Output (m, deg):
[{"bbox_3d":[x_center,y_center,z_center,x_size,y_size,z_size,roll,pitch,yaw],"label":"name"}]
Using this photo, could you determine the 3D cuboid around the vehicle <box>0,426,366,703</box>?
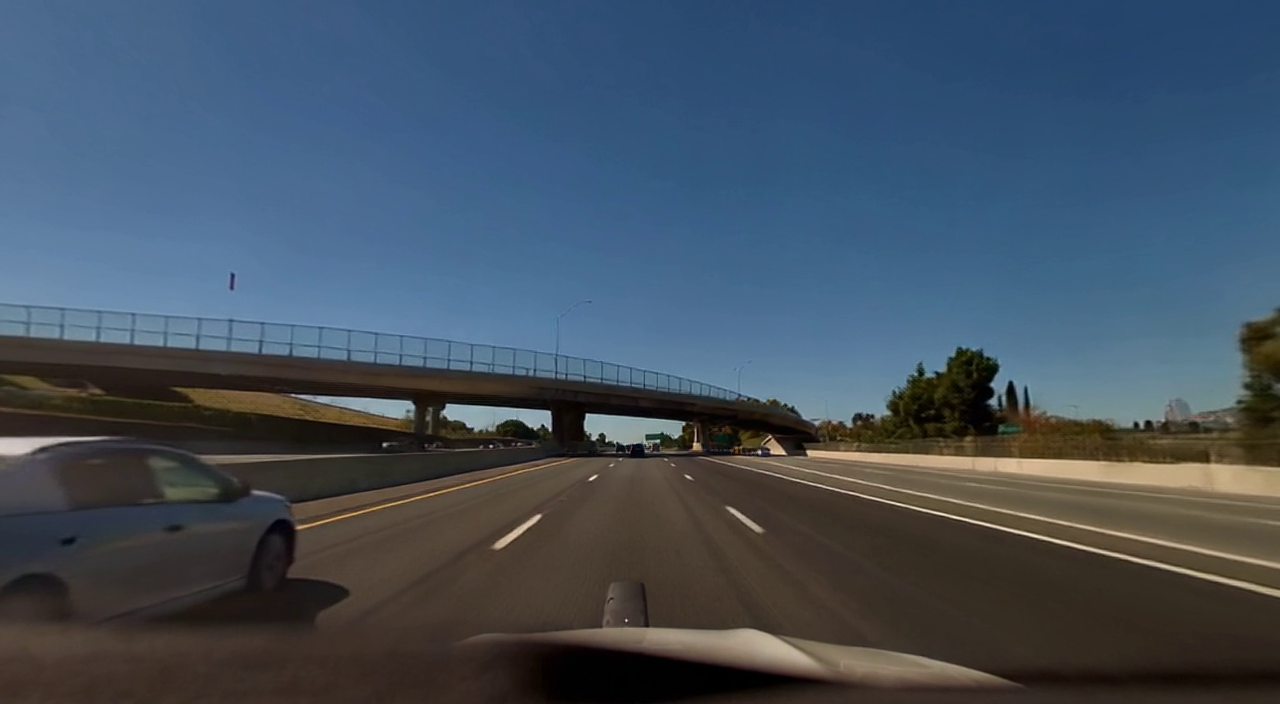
[{"bbox_3d":[-3.720,1.284,4.113,1.968,1.504,3.892,-1,-8,2],"label":"vehicle"}]
